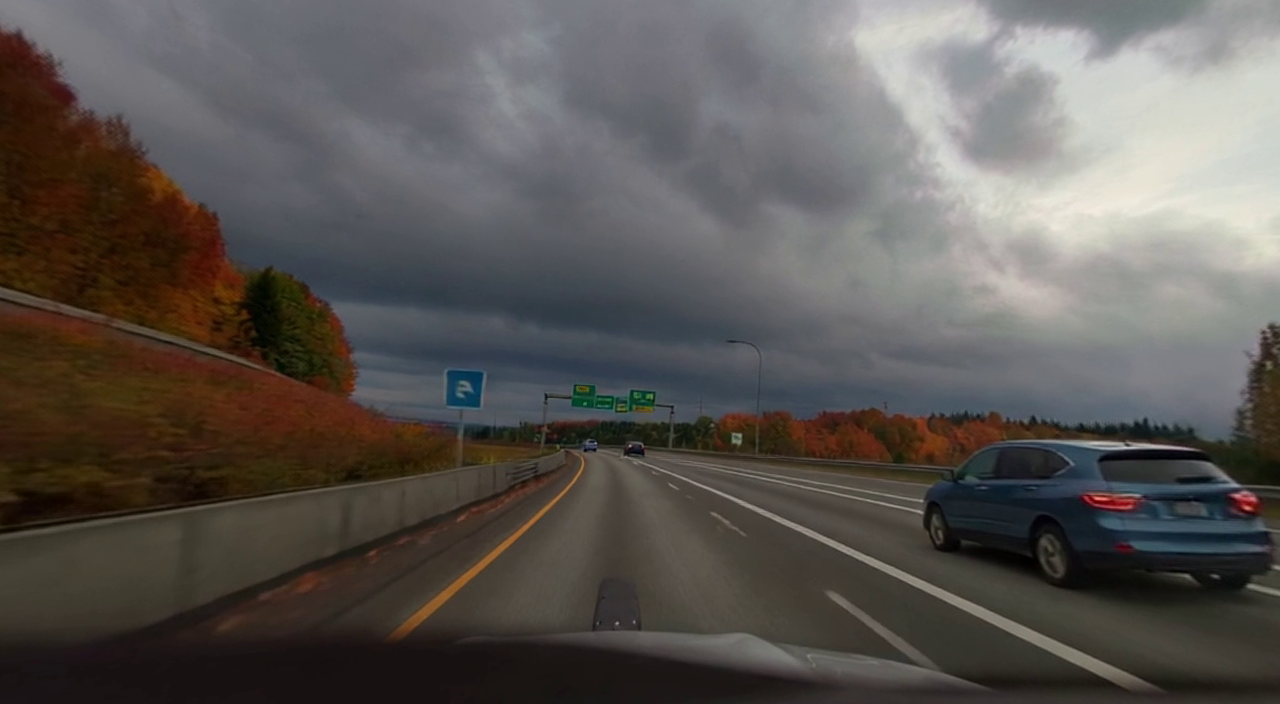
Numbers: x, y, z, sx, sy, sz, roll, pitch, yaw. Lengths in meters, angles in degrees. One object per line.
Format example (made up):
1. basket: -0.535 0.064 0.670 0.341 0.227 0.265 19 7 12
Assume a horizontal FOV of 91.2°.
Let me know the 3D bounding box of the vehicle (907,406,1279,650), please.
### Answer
1. vehicle: 4.520 1.430 6.084 1.952 1.536 4.036 0 -9 -1
